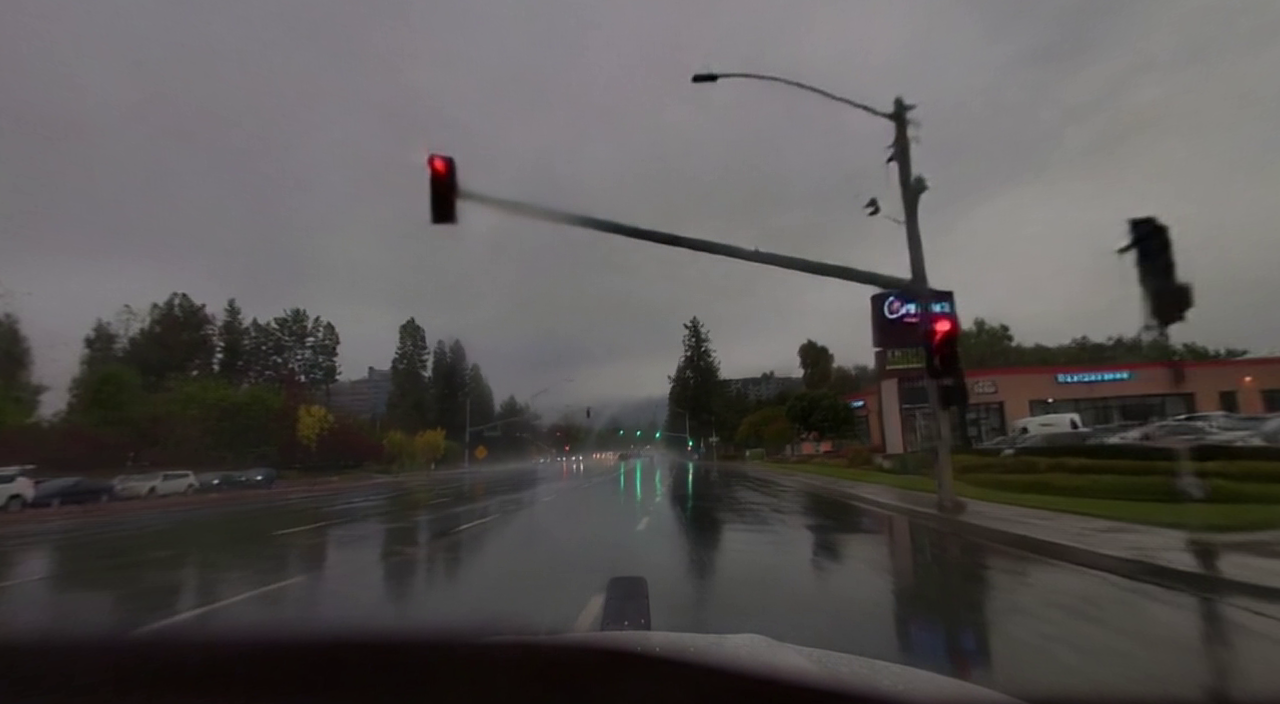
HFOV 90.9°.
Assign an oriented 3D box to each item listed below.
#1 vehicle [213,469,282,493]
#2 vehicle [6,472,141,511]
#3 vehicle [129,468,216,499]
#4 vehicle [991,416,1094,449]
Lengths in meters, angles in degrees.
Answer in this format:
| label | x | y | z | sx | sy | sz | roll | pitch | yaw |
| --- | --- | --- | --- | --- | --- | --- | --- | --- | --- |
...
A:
| label | x | y | z | sx | sy | sz | roll | pitch | yaw |
| --- | --- | --- | --- | --- | --- | --- | --- | --- | --- |
| vehicle | -29.465 | 9.667 | 47.488 | 1.906 | 1.486 | 4.617 | -1 | -9 | 5 |
| vehicle | -24.656 | 6.066 | 27.667 | 1.827 | 1.370 | 4.191 | -1 | -9 | 6 |
| vehicle | -30.132 | 8.451 | 40.809 | 1.851 | 1.682 | 4.631 | -1 | -9 | 4 |
| vehicle | 17.984 | 3.636 | 28.303 | 3.464 | 1.409 | 1.598 | 0 | -9 | 4 |
